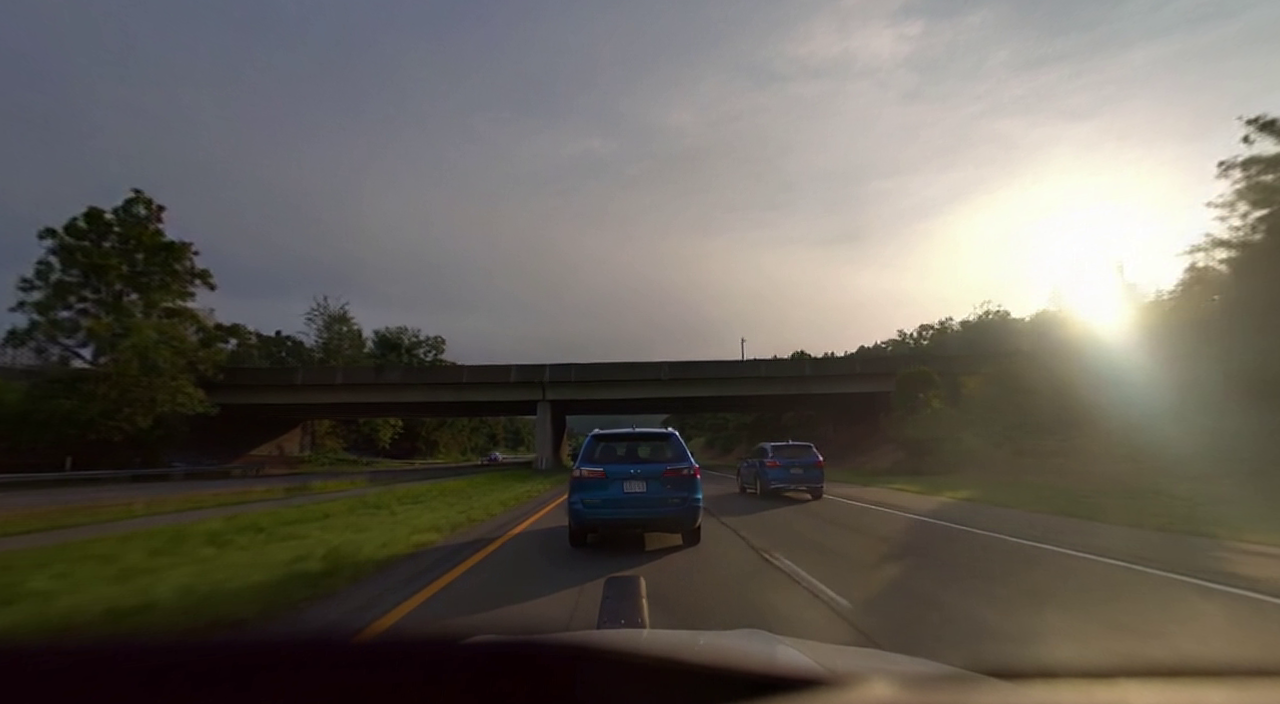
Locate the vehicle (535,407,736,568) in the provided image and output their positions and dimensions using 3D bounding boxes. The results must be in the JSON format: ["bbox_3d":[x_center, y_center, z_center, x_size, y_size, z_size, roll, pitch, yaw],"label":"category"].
[{"bbox_3d":[-0.056,1.861,9.300,2.288,1.823,4.059,0,-9,0],"label":"vehicle"}]

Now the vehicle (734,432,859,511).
[{"bbox_3d":[3.907,3.073,16.676,2.043,1.767,4.620,0,-9,-1],"label":"vehicle"}]
